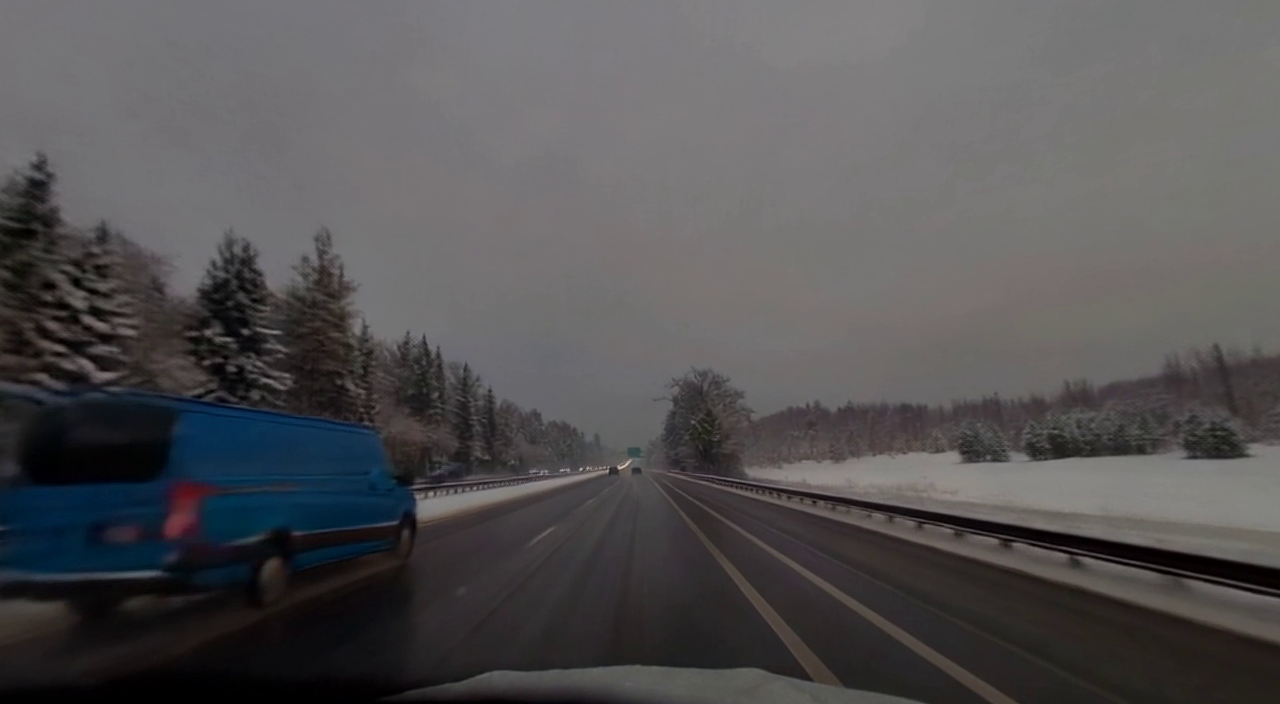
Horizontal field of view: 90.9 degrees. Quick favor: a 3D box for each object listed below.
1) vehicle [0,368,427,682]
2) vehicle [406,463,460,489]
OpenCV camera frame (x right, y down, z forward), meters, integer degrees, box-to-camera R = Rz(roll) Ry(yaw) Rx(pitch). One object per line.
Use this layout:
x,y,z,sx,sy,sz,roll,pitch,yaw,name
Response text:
-3.946,1.425,6.099,2.100,1.824,4.634,1,-11,0,vehicle
-12.850,7.723,39.386,2.001,1.509,4.071,1,-11,0,vehicle
